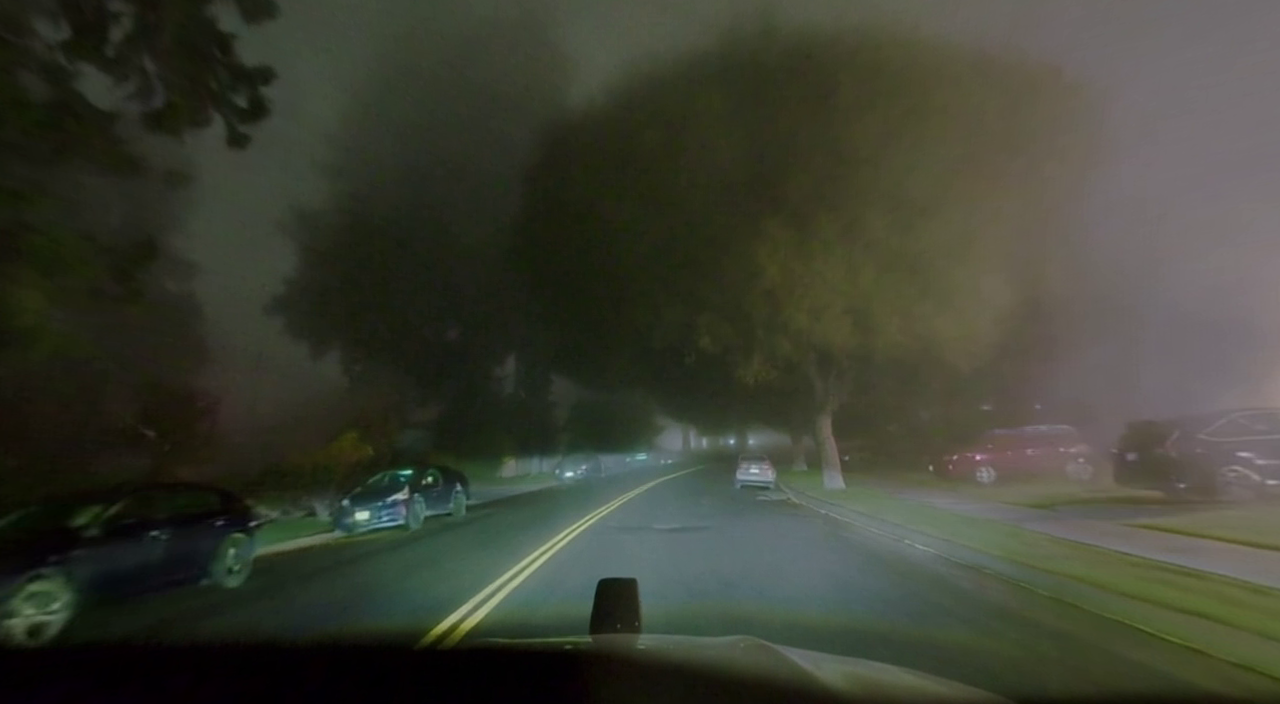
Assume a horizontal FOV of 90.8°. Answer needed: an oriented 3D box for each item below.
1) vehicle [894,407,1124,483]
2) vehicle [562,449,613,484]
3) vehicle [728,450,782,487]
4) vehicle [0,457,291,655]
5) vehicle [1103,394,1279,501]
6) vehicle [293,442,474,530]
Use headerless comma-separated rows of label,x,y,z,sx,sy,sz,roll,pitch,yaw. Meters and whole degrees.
vehicle,10.066,2.614,17.668,5.009,1.906,2.046,-2,-9,8
vehicle,-2.887,6.489,35.434,2.005,1.557,4.172,-4,-15,7
vehicle,4.962,5.054,27.752,1.972,1.460,4.137,-1,-9,5
vehicle,-5.866,2.030,6.598,1.886,1.494,4.149,-2,-14,2
vehicle,10.553,1.489,10.072,4.744,1.507,1.953,-1,-8,0
vehicle,-5.368,3.103,13.999,1.972,1.536,4.347,-3,-16,3
